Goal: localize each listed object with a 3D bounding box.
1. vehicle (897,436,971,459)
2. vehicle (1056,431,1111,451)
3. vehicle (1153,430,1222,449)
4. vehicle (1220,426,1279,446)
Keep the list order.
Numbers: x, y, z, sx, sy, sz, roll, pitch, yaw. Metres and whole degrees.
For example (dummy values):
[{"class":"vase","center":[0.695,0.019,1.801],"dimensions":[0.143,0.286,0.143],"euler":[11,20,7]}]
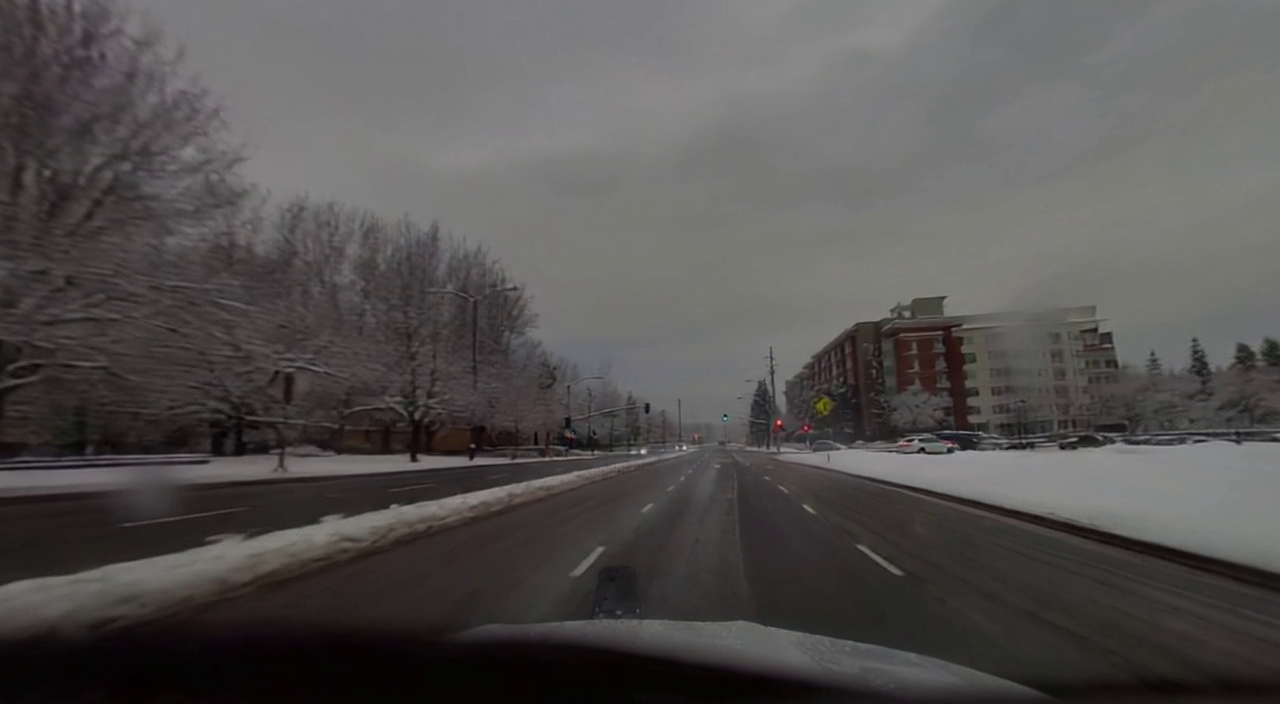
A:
[{"class":"vehicle","center":[18.983,6.159,40.992],"dimensions":[3.991,1.437,1.679],"euler":[-1,-9,8]},{"class":"vehicle","center":[34.932,7.068,49.965],"dimensions":[1.805,1.466,4.236],"euler":[-2,-9,9]},{"class":"vehicle","center":[42.650,6.845,49.380],"dimensions":[1.828,1.452,4.242],"euler":[-1,-9,5]},{"class":"vehicle","center":[47.471,6.542,48.797],"dimensions":[1.758,1.451,4.282],"euler":[-1,-9,7]}]
